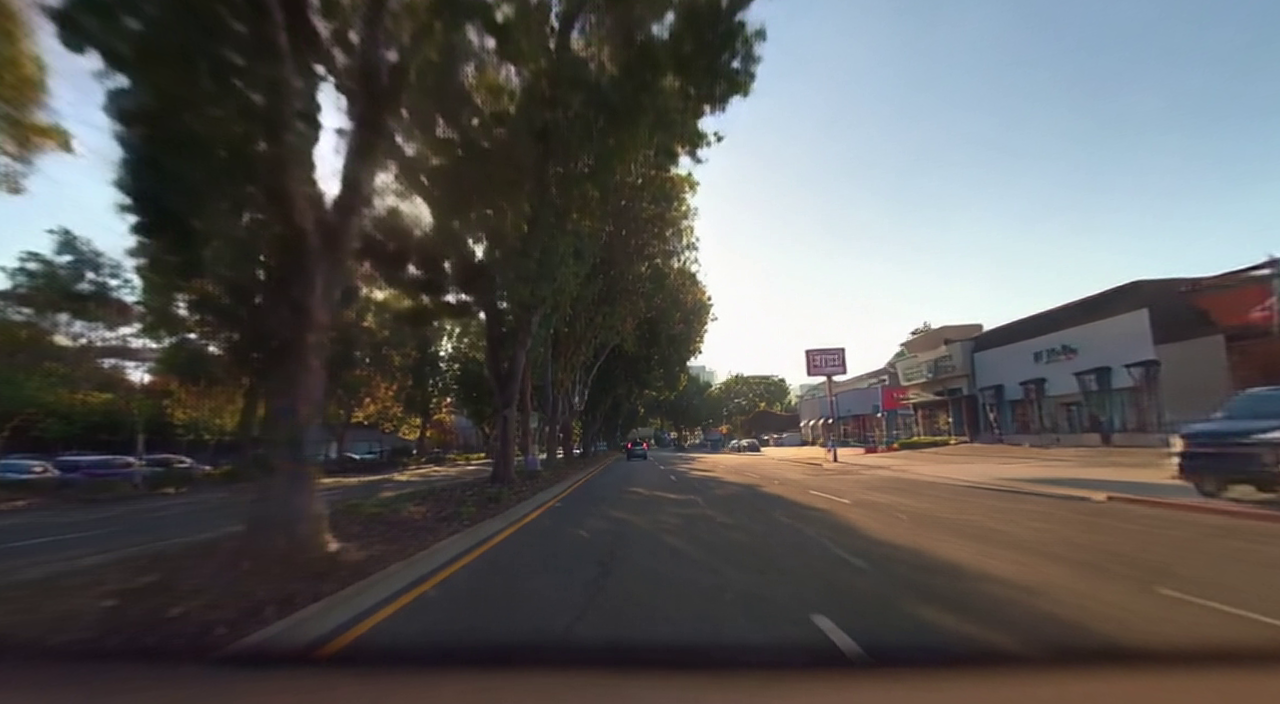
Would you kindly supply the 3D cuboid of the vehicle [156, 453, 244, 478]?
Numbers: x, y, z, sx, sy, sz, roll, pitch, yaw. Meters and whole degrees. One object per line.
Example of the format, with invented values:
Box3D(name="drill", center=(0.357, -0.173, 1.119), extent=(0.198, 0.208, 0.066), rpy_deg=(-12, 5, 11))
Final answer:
Box3D(name="vehicle", center=(-29.794, 7.704, 42.856), extent=(4.408, 1.568, 2.052), rpy_deg=(0, -9, -1))
